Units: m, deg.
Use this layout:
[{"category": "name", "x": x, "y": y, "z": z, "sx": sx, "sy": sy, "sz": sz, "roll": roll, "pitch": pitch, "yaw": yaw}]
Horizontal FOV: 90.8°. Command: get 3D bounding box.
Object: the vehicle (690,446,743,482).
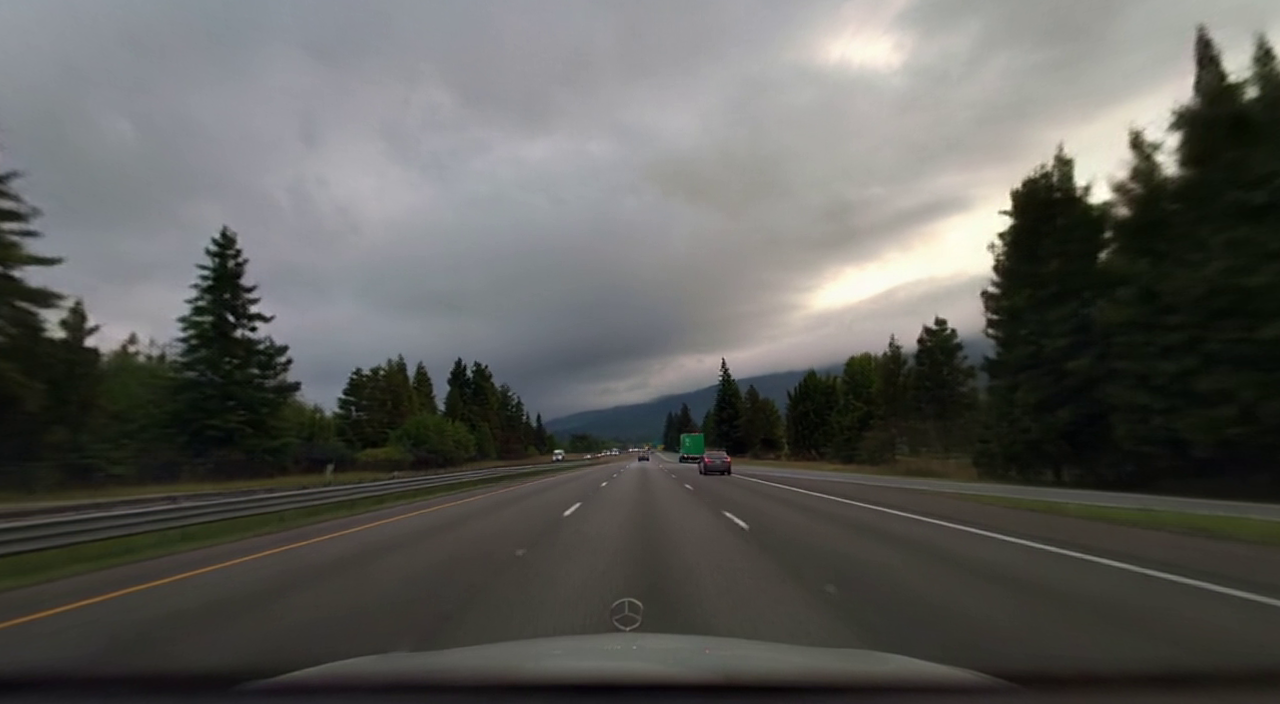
[{"category": "vehicle", "x": 3.599, "y": 5.368, "z": 30.435, "sx": 2.019, "sy": 1.601, "sz": 3.953, "roll": 0, "pitch": -9, "yaw": -1}]
